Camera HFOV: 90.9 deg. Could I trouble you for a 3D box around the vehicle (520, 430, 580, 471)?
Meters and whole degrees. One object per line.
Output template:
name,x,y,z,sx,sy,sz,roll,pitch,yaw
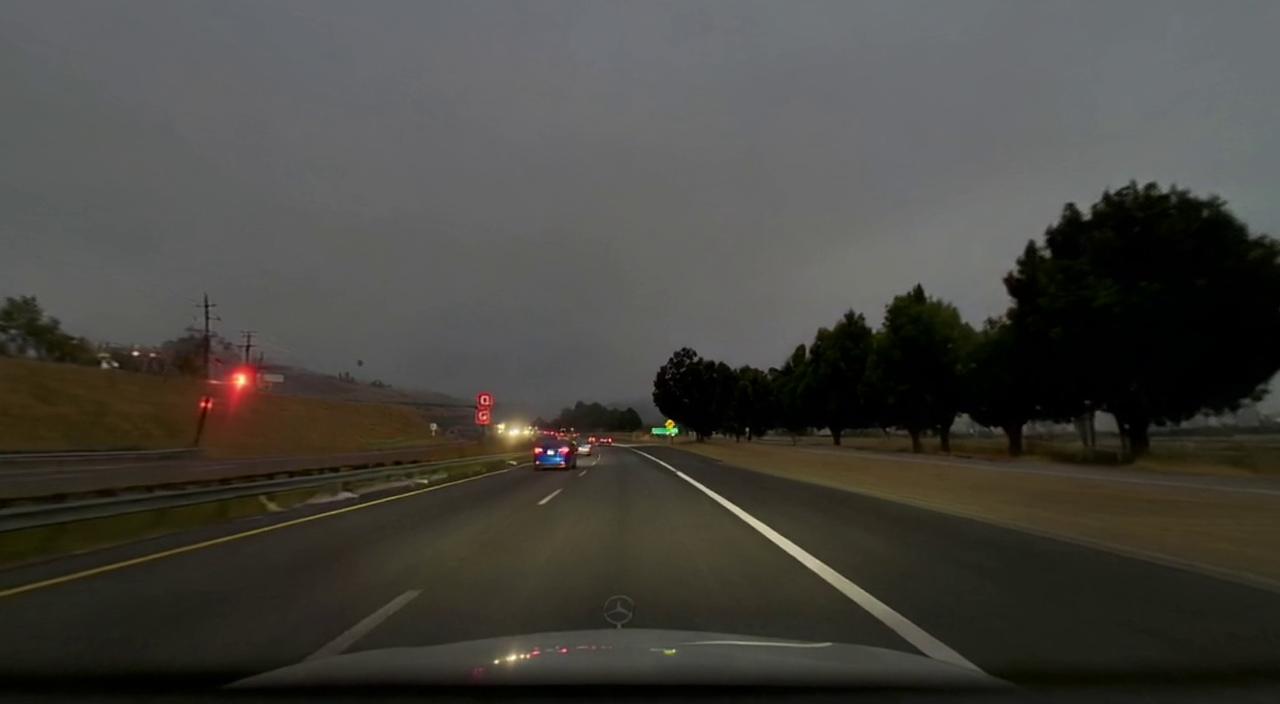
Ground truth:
vehicle,-3.823,4.277,27.663,2.047,1.612,4.631,0,-8,-1
